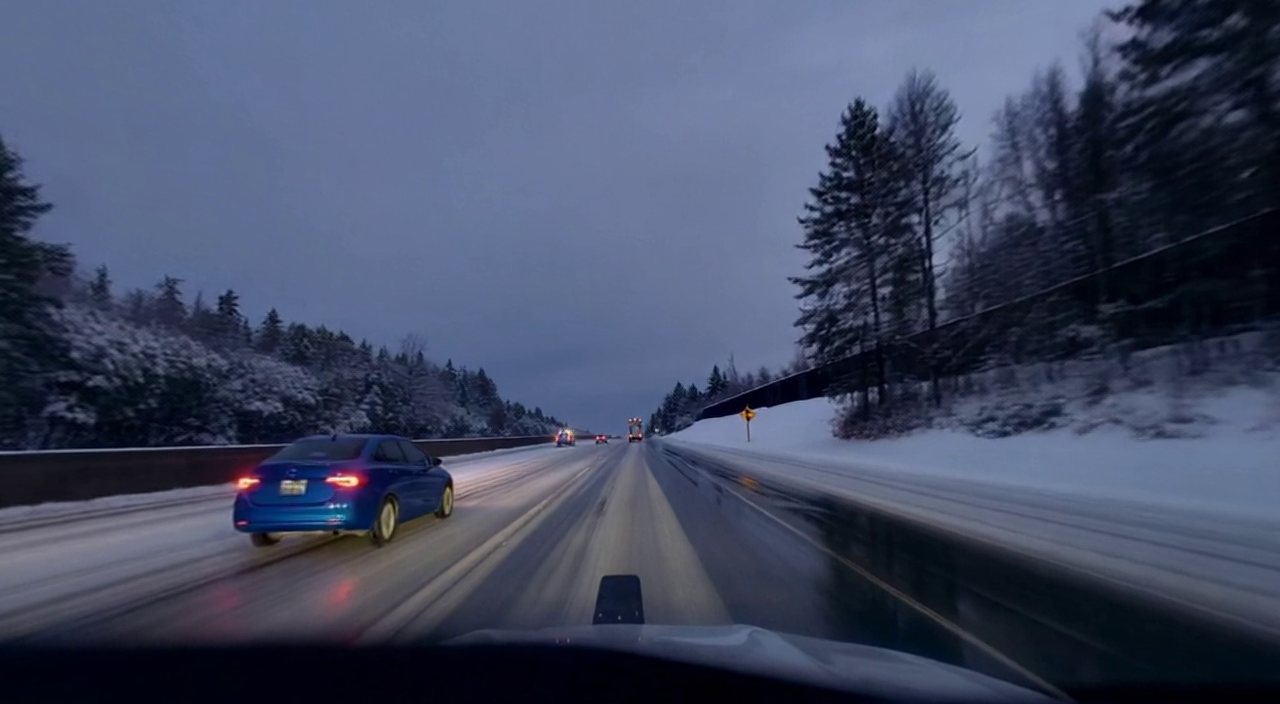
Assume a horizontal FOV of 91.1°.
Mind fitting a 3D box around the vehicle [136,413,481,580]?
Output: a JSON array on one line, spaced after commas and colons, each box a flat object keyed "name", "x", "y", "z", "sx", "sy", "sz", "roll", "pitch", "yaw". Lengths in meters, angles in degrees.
[{"name": "vehicle", "x": -3.511, "y": 1.579, "z": 7.712, "sx": 2.079, "sy": 1.500, "sz": 3.881, "roll": 0, "pitch": -8, "yaw": 0}]
